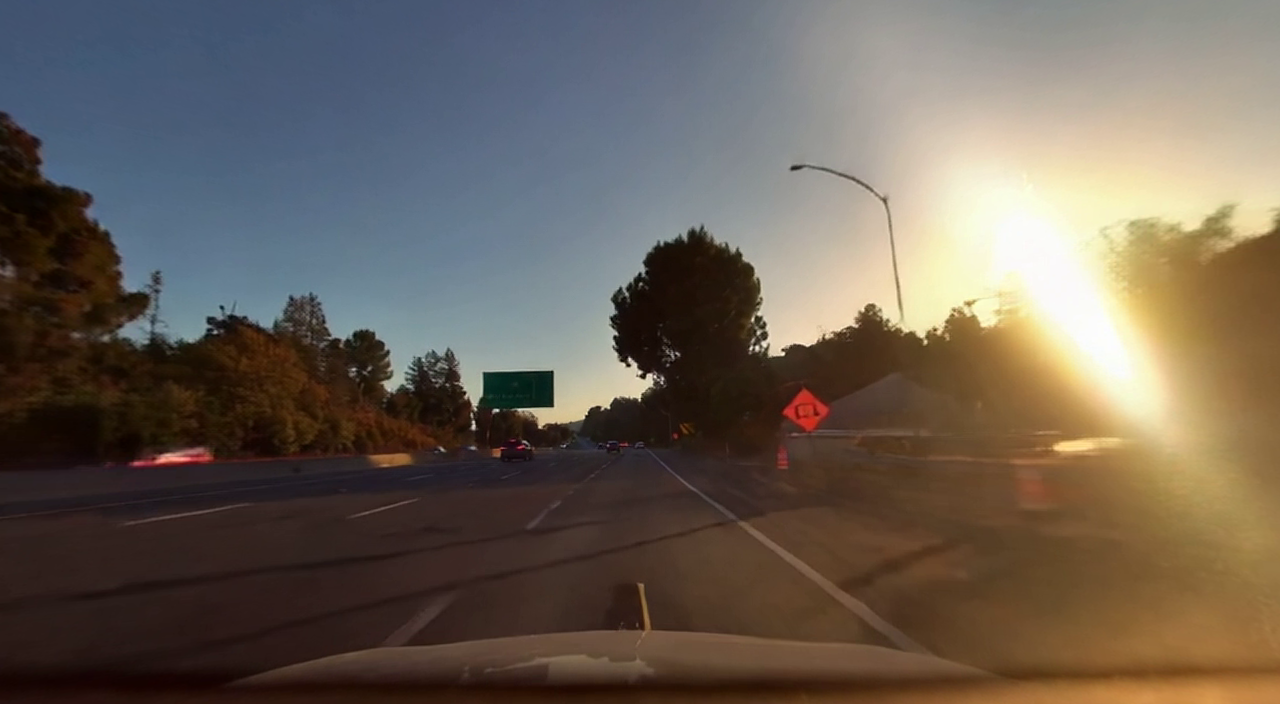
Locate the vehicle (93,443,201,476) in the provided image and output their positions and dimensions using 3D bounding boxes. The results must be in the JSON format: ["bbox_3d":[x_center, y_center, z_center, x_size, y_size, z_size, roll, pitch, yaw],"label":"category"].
[{"bbox_3d":[-24.830,5.412,32.041,1.863,1.515,4.482,0,-8,-1],"label":"vehicle"}]

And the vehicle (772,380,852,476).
[{"bbox_3d":[6.736,3.027,25.001,2.397,3.584,2.509,0,-8,1],"label":"vehicle"}]
